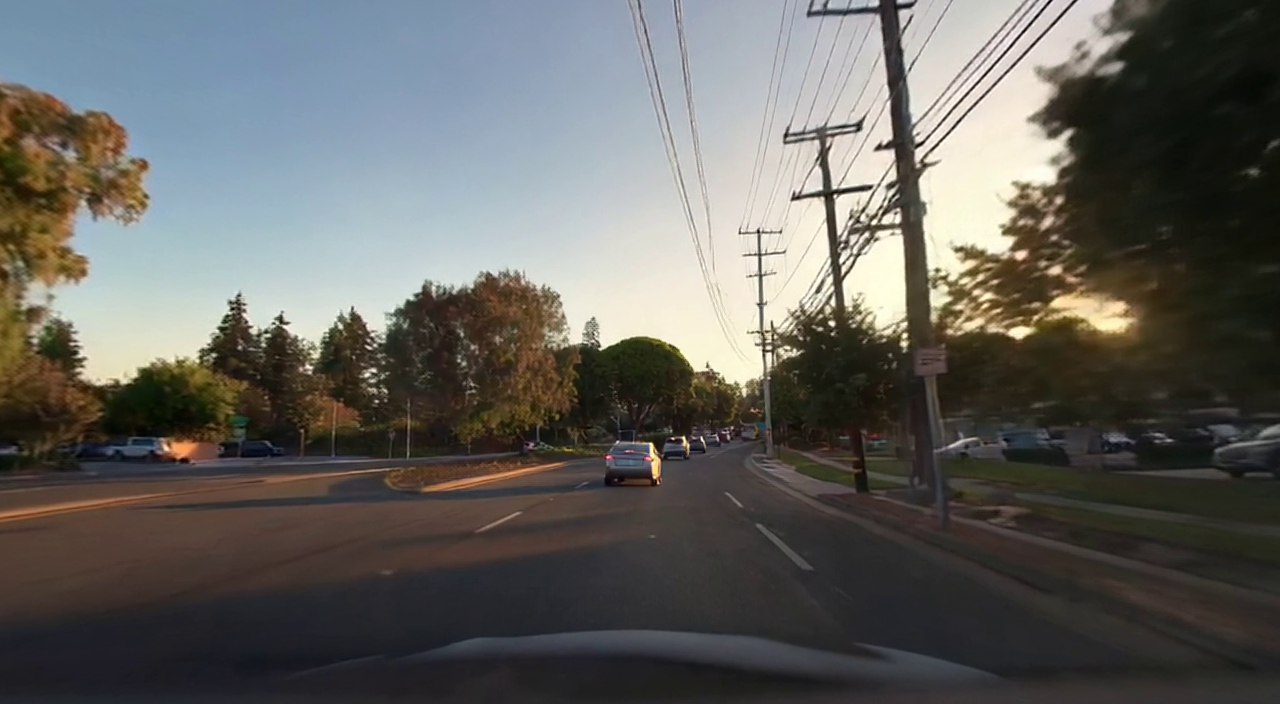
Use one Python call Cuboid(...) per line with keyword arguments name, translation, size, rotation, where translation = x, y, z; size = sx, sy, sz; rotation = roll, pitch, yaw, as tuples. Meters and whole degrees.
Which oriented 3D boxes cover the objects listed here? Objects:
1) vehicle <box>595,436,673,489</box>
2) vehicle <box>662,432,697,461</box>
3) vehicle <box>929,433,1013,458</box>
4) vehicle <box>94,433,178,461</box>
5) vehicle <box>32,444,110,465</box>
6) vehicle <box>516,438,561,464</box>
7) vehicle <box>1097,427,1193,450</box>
Cuboid(name="vehicle", translation=(-0.075, 3.450, 19.990), size=(2.117, 1.474, 4.036), rotation=(-1, -9, 4))
Cuboid(name="vehicle", translation=(2.920, 6.896, 45.960), size=(2.158, 1.939, 4.935), rotation=(-2, -9, 8))
Cuboid(name="vehicle", translation=(22.550, 6.428, 43.146), size=(4.674, 1.500, 1.889), rotation=(1, -9, 9))
Cuboid(name="vehicle", translation=(-32.899, 6.262, 41.334), size=(1.857, 1.580, 4.336), rotation=(0, -11, 0))
Cuboid(name="vehicle", translation=(-38.734, 6.981, 43.020), size=(1.552, 1.384, 3.896), rotation=(-1, -9, 3))
Cuboid(name="vehicle", translation=(-6.338, 6.248, 39.852), size=(1.983, 1.485, 4.159), rotation=(-1, -9, 3))
Cuboid(name="vehicle", translation=(34.514, 5.938, 43.167), size=(4.628, 1.467, 1.923), rotation=(-2, -8, 14))
